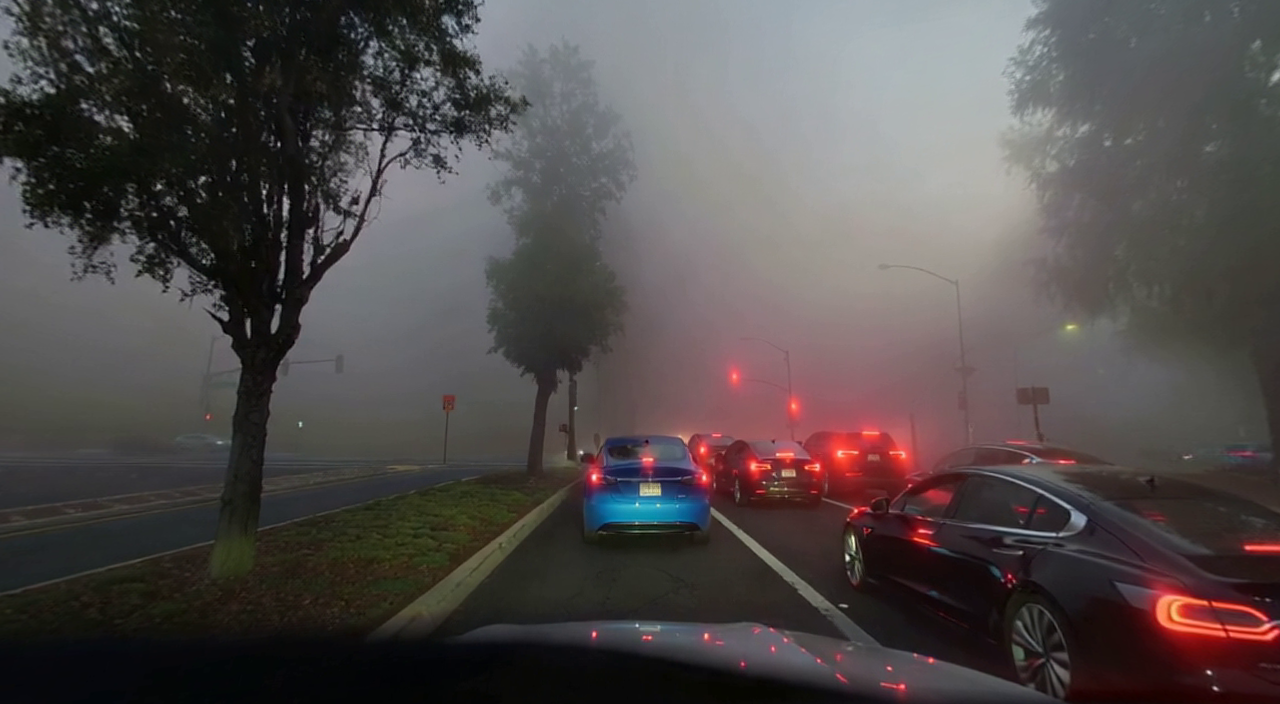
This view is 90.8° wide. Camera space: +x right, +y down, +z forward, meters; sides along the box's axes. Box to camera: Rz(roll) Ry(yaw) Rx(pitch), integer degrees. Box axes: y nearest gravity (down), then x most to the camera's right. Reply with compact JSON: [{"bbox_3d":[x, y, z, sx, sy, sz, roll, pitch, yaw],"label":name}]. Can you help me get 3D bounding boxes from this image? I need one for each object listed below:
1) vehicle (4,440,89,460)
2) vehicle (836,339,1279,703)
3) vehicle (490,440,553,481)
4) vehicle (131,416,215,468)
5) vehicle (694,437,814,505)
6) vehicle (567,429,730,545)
[{"bbox_3d":[-45.162,7.459,48.099,4.418,1.415,1.941,0,-8,-1],"label":"vehicle"},{"bbox_3d":[3.185,1.111,4.298,2.167,1.676,4.443,0,-8,-1],"label":"vehicle"},{"bbox_3d":[-4.629,4.292,25.251,1.972,1.457,4.171,0,-8,-4],"label":"vehicle"},{"bbox_3d":[-29.264,5.636,39.703,2.608,2.990,3.026,2,-8,2],"label":"vehicle"},{"bbox_3d":[2.697,2.936,16.034,2.058,1.466,4.208,0,-8,-3],"label":"vehicle"},{"bbox_3d":[0.029,2.088,10.473,2.147,1.499,4.240,0,-8,-2],"label":"vehicle"}]
